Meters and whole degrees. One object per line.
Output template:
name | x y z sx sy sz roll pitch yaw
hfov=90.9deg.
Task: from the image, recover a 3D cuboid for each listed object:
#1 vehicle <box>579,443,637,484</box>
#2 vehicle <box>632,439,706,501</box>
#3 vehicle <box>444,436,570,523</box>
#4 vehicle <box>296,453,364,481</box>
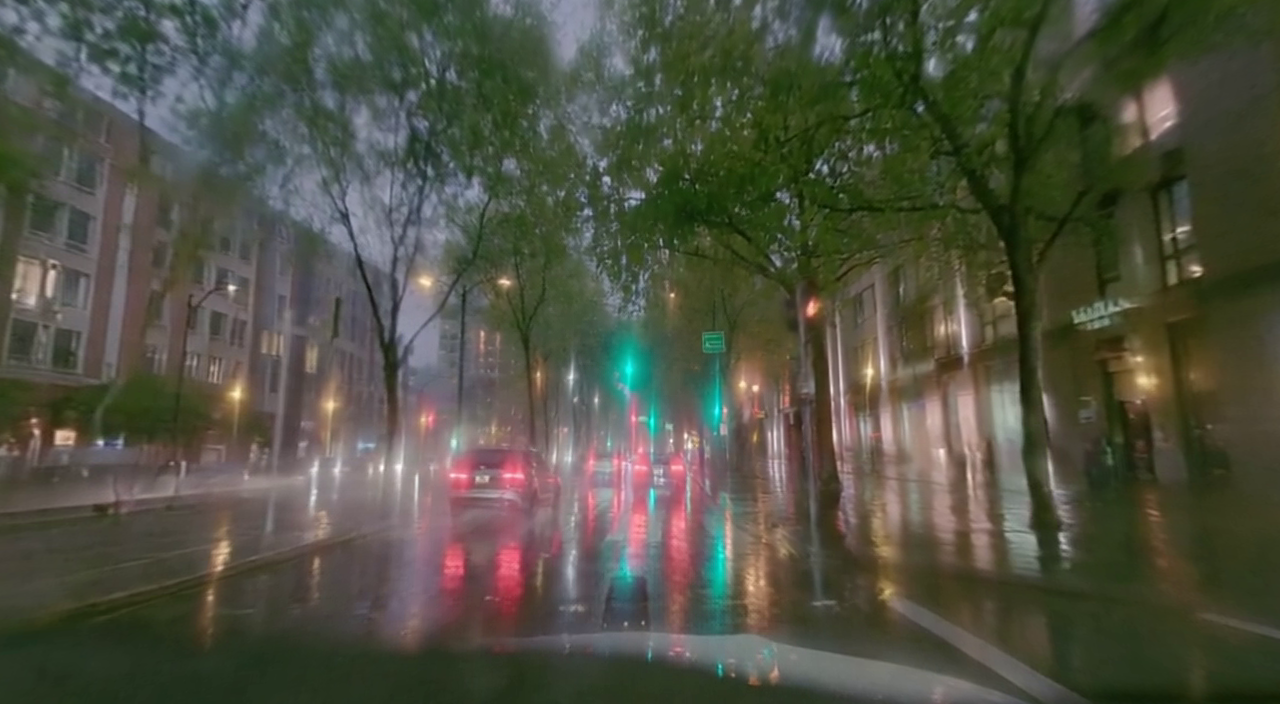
vehicle | -1.489 5.471 31.316 2.220 1.847 4.587 -1 -9 5
vehicle | 0.896 3.688 20.097 2.120 1.758 3.917 -1 -9 2
vehicle | -2.893 2.854 14.626 1.940 1.722 3.823 -1 -9 2
vehicle | -24.377 9.028 49.870 2.144 1.993 6.287 0 -9 1
